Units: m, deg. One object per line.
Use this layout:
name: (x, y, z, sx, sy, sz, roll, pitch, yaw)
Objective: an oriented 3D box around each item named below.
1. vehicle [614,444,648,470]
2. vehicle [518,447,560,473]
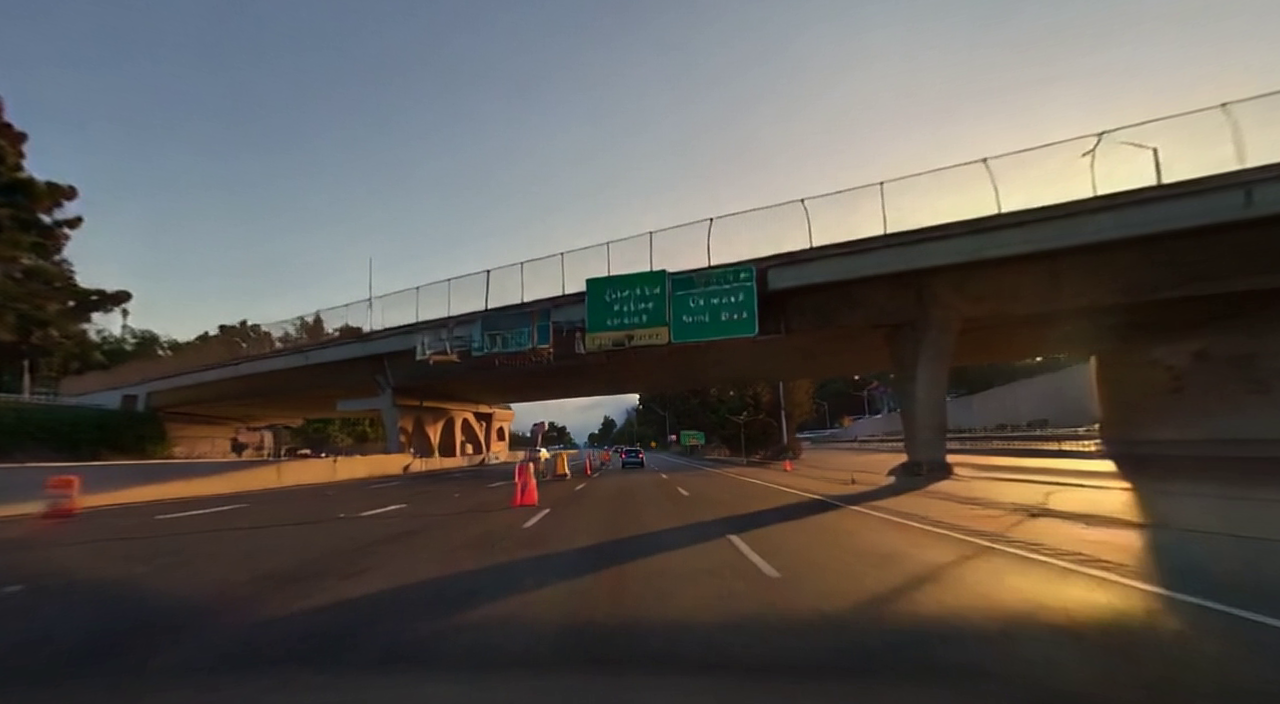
vehicle: (-0.596, 6.928, 41.764, 2.109, 1.638, 3.856, 0, -9, -1)
vehicle: (-6.287, 6.745, 39.789, 1.997, 1.507, 4.248, 0, -9, -1)
